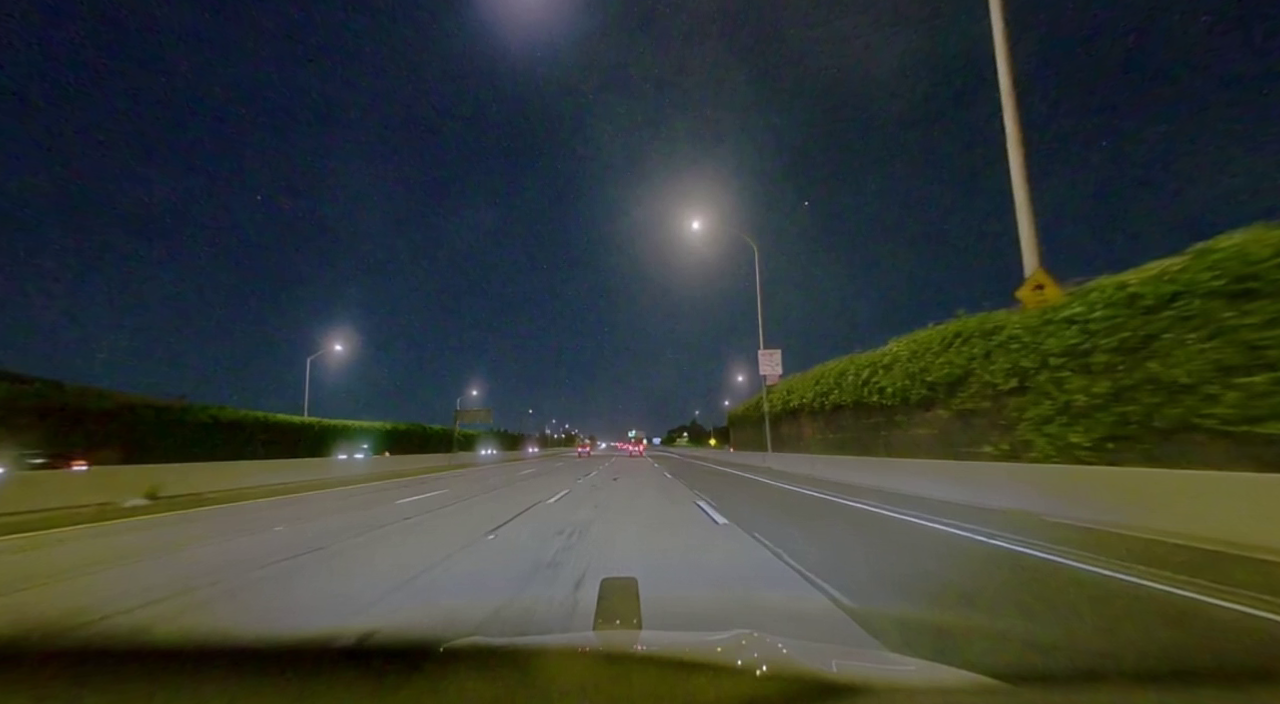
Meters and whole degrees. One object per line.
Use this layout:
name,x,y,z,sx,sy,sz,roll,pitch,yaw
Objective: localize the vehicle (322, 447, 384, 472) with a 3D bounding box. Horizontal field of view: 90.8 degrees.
vehicle,-18.270,6.853,40.466,1.892,1.430,4.575,0,-8,-1
